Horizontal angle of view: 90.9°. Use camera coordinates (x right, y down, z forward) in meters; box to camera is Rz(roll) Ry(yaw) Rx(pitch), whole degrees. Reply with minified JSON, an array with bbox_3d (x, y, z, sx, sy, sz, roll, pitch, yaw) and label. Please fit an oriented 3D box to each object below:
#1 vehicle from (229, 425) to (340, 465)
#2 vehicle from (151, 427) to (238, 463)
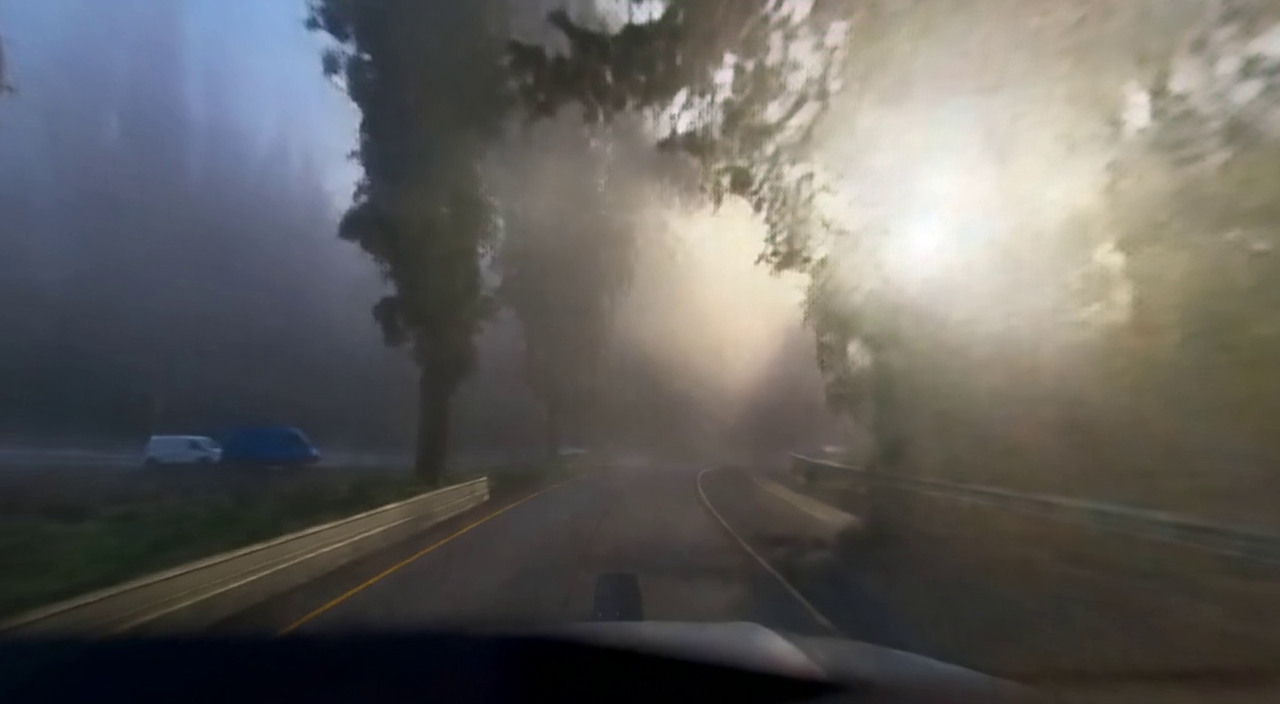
[{"bbox_3d":[-27.842,7.306,49.735,7.155,2.942,2.420,3,-8,-20],"label":"vehicle"},{"bbox_3d":[-33.677,7.050,47.802,4.784,2.535,2.203,1,-10,-19],"label":"vehicle"}]
